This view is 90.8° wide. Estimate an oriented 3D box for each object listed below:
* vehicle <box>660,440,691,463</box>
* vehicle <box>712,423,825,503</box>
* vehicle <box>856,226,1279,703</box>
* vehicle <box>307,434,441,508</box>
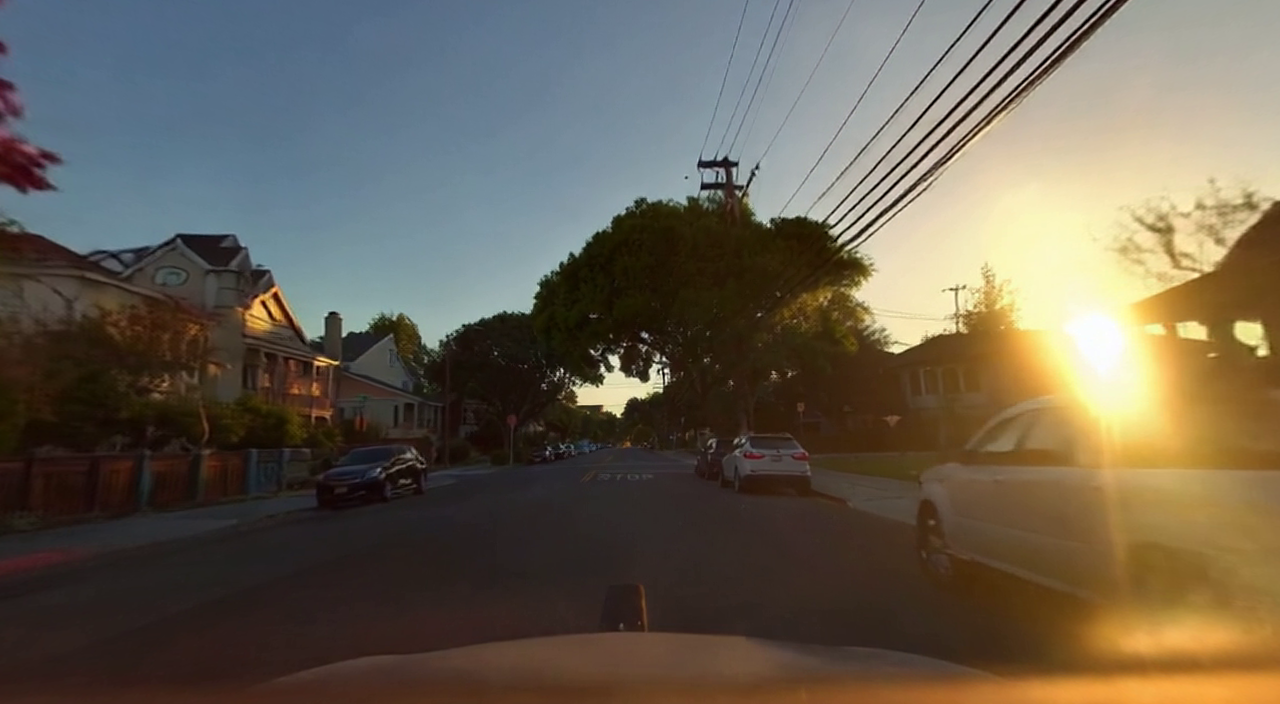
[{"bbox_3d":[2.755,7.858,49.951,2.114,1.708,4.474,0,-8,-1],"label":"vehicle"},{"bbox_3d":[3.144,2.835,16.490,1.993,1.778,4.311,0,-9,-1],"label":"vehicle"},{"bbox_3d":[3.406,0.794,3.807,2.111,2.054,5.748,0,-9,-1],"label":"vehicle"},{"bbox_3d":[-7.351,3.398,17.992,1.980,1.664,4.342,-5,-11,-1],"label":"vehicle"}]
